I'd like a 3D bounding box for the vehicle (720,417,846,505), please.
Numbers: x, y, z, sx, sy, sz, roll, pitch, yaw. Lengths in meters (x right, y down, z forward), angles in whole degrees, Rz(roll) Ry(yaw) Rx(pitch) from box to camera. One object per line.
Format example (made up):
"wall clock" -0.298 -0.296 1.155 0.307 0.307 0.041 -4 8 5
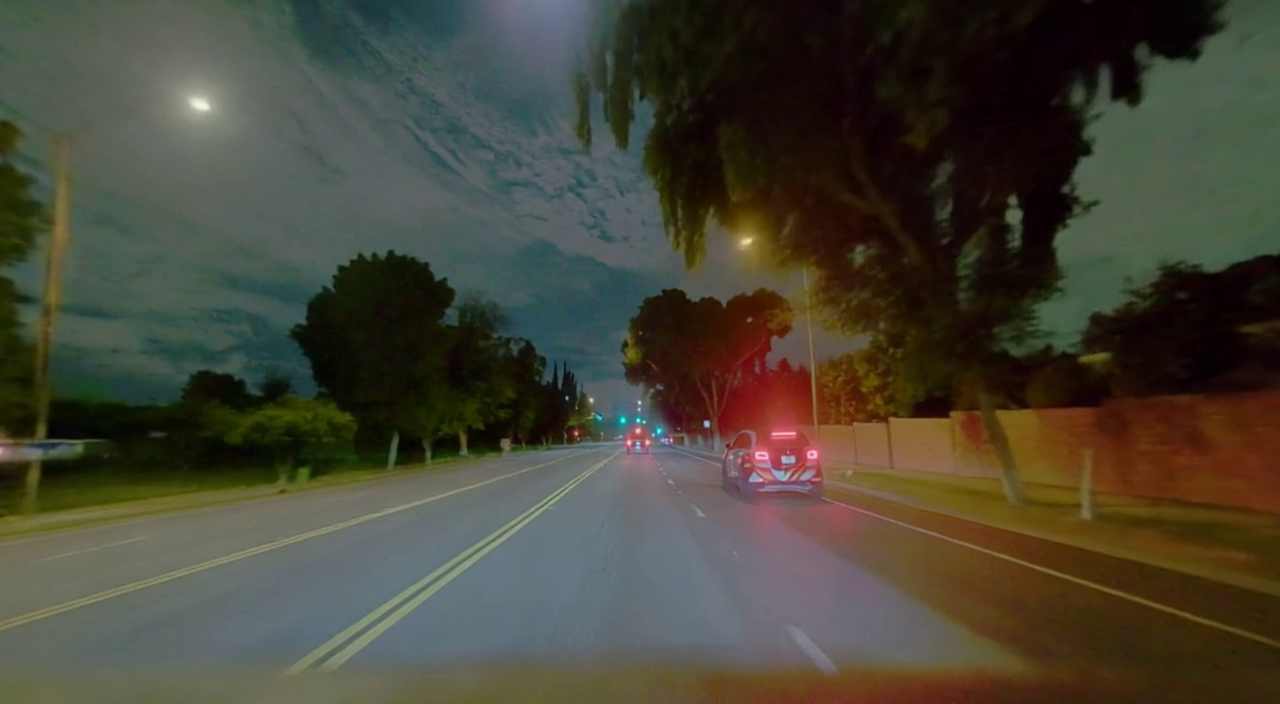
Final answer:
"vehicle" 3.091 2.461 14.547 1.840 1.709 4.202 0 -8 -1

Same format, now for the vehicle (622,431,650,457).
"vehicle" -0.311 6.657 45.423 1.984 1.777 3.148 0 -8 -1
